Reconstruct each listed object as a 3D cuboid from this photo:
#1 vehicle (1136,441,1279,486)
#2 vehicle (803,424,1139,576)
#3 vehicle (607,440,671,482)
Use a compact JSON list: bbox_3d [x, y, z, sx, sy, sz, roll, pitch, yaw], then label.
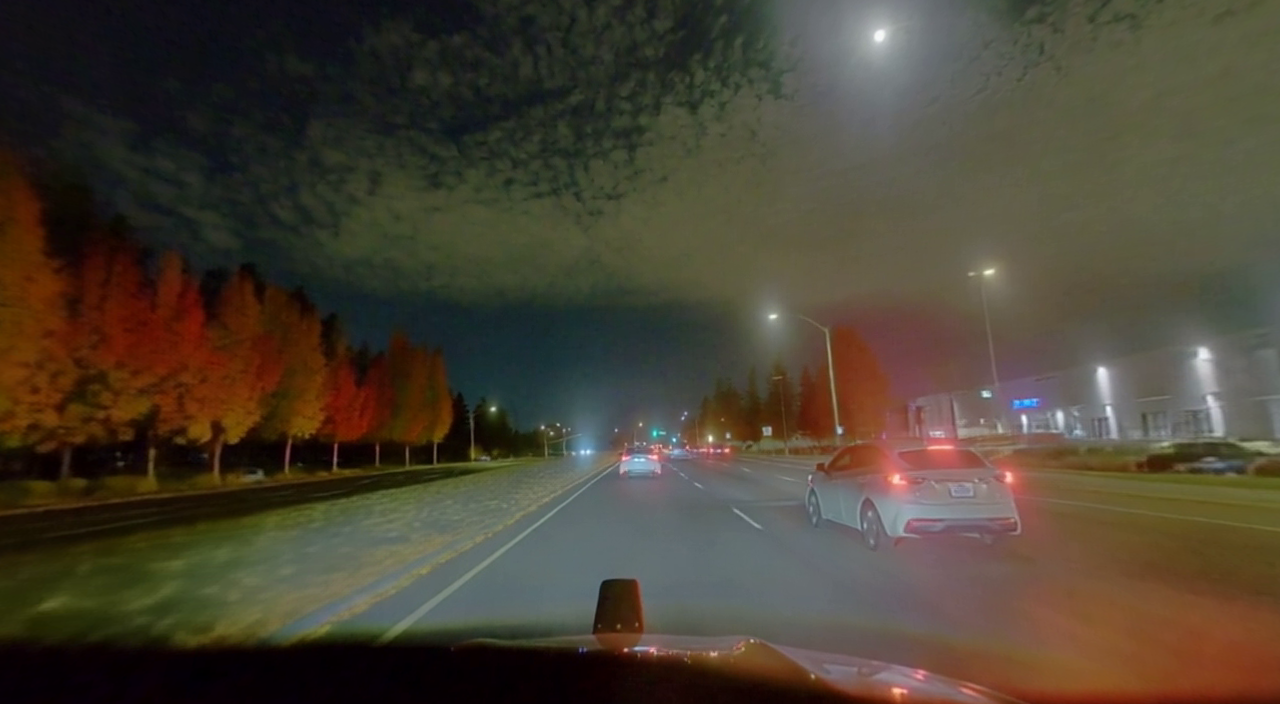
[{"bbox_3d":[21.051,3.980,22.960,1.893,1.445,4.947,0,-8,-2],"label":"vehicle"},{"bbox_3d":[3.828,1.782,8.442,2.094,1.480,4.323,0,-9,-1],"label":"vehicle"},{"bbox_3d":[-0.085,4.236,24.926,2.289,1.471,4.477,0,-8,-2],"label":"vehicle"}]
